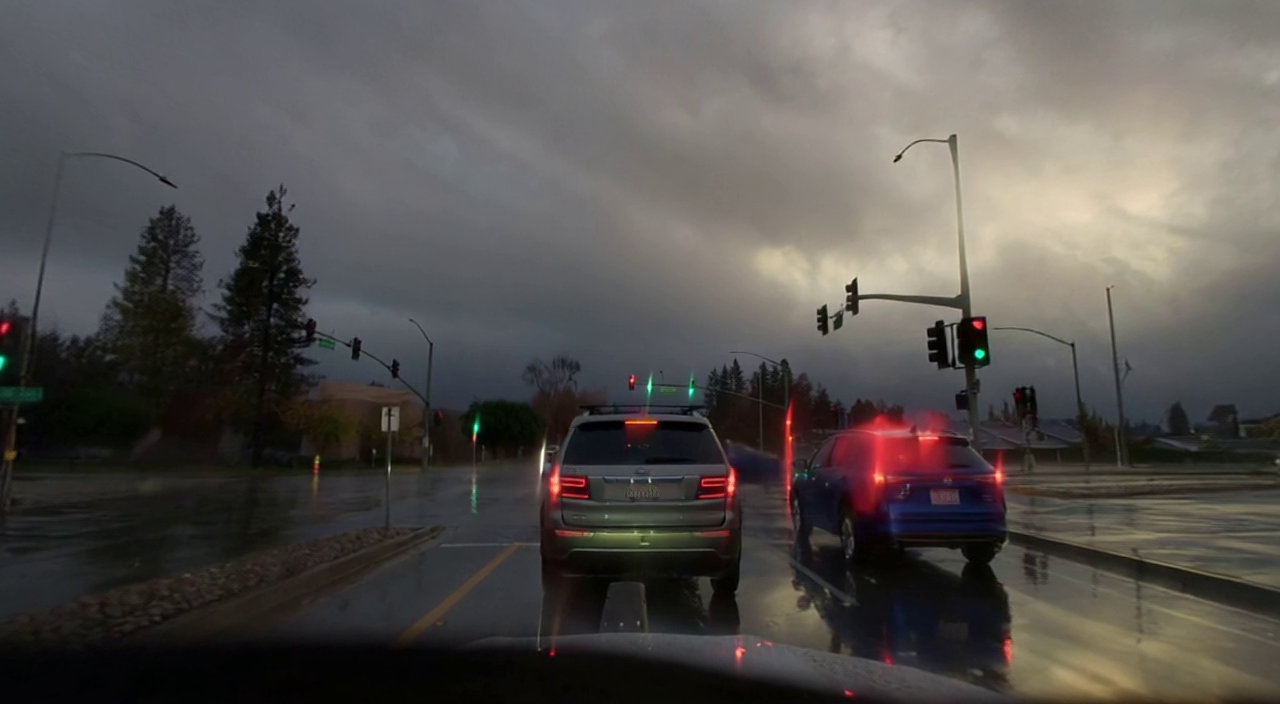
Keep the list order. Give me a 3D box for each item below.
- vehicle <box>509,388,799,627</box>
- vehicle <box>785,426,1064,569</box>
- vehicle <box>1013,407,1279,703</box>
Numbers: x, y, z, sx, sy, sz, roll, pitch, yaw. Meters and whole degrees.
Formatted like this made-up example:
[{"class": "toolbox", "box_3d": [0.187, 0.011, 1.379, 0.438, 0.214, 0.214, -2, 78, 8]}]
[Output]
[{"class": "vehicle", "box_3d": [0.099, 1.496, 7.062, 2.170, 1.793, 4.468, 0, -8, 0]}, {"class": "vehicle", "box_3d": [3.519, 1.861, 8.870, 1.861, 1.495, 4.215, 0, -8, -1]}, {"class": "vehicle", "box_3d": [3.154, 0.818, 1.428, 1.924, 1.466, 4.461, 0, -8, 1]}]
